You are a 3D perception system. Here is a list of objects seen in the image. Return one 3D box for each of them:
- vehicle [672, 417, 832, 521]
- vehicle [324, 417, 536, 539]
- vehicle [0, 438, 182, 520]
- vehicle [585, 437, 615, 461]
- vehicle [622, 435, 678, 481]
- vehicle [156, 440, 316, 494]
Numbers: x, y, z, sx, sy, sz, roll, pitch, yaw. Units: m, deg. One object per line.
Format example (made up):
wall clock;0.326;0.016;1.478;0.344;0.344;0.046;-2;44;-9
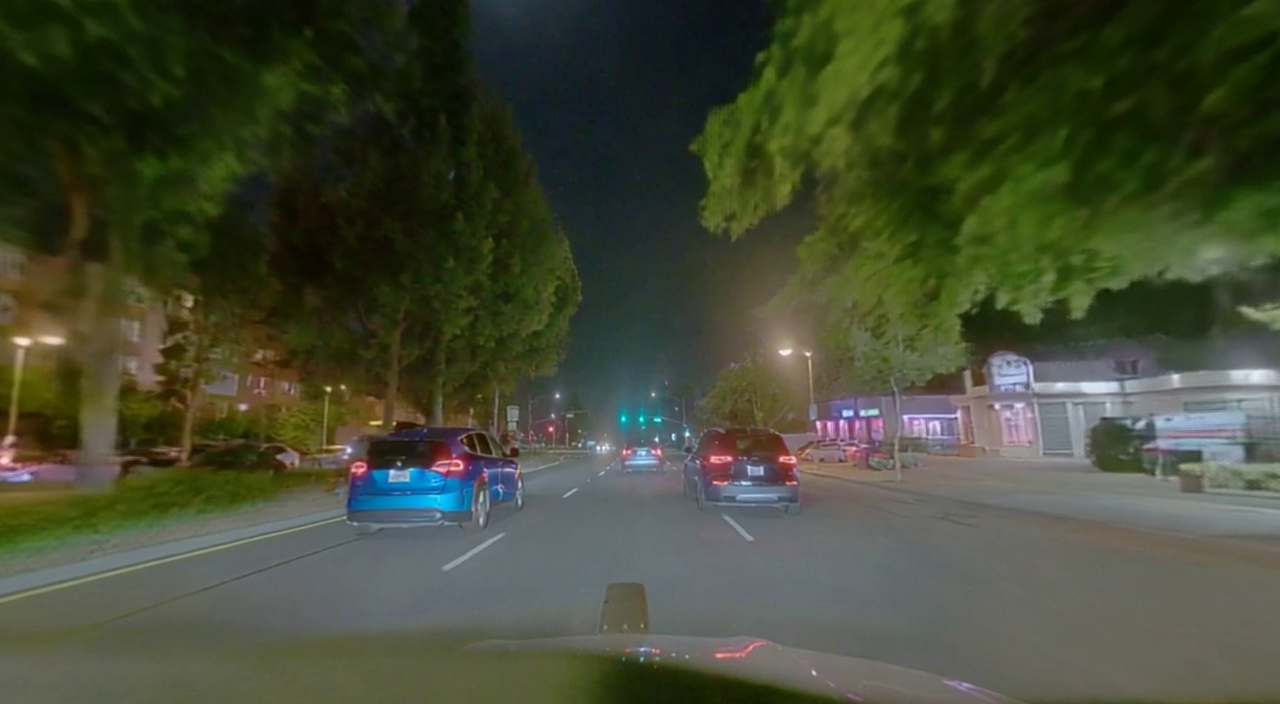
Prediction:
vehicle;2.028;2.324;13.024;2.280;1.747;4.361;1;-9;-3
vehicle;-3.349;2.117;11.248;2.043;1.687;4.676;0;-8;2
vehicle;-12.365;2.585;13.393;1.849;1.452;4.423;0;-8;1
vehicle;-3.068;7.583;49.447;2.014;1.755;4.360;0;-8;1
vehicle;0.345;3.945;23.756;1.922;1.579;3.642;0;-8;0
vehicle;-12.393;3.536;19.777;1.833;1.469;4.650;0;-8;2
